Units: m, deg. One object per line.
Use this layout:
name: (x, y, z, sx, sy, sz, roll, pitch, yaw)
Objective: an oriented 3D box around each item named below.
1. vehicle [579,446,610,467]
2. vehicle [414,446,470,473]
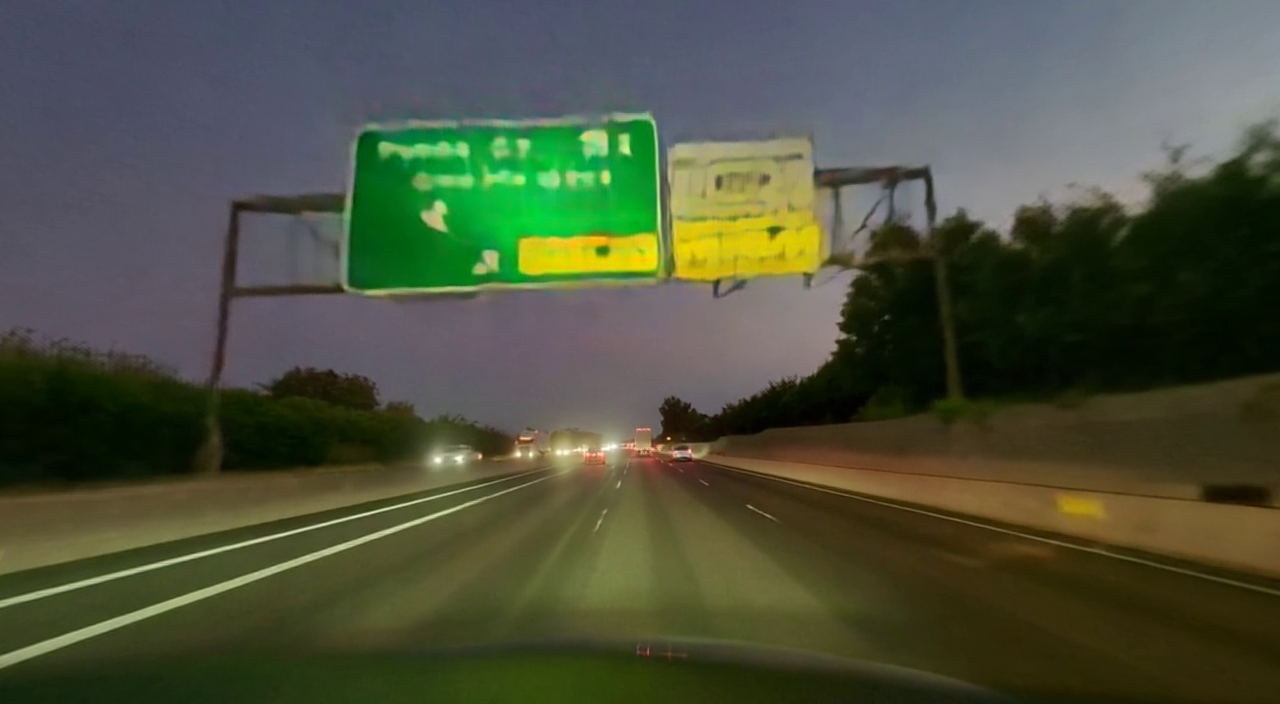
vehicle: (-3.386, 7.874, 47.800, 2.020, 1.475, 4.434, 0, -9, 0)
vehicle: (-11.942, 6.500, 38.350, 2.010, 1.524, 4.377, 0, -9, 0)
